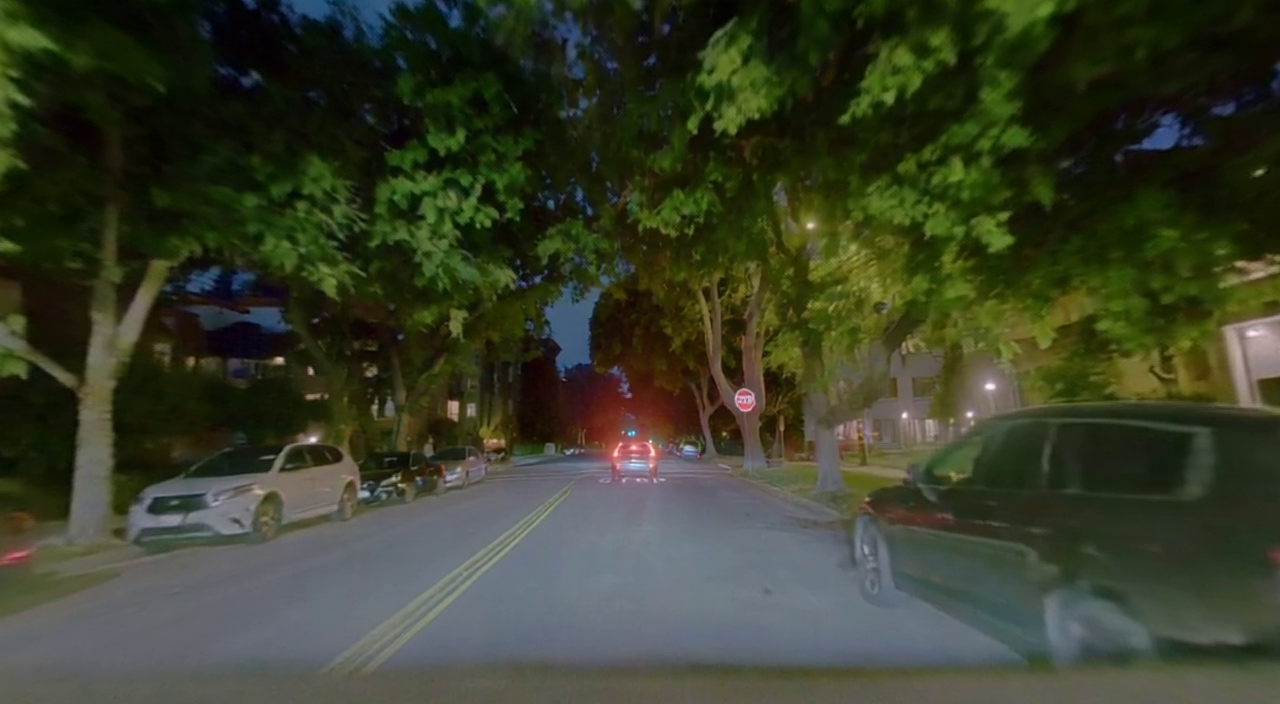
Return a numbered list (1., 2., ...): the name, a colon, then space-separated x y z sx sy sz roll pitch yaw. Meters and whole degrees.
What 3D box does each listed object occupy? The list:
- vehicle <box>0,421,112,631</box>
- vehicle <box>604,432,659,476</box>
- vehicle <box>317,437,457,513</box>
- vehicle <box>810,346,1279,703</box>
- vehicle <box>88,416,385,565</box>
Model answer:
1. vehicle: -5.983 1.218 3.860 1.955 1.659 4.324 1 -8 -5
2. vehicle: -0.360 4.338 27.084 2.172 1.722 4.201 0 -8 -1
3. vehicle: -6.203 3.039 16.031 1.975 1.515 4.179 -3 -9 -2
4. vehicle: 2.721 1.077 4.009 2.071 1.608 4.547 0 -7 1
5. vehicle: -6.000 2.067 10.193 1.899 1.615 4.624 -7 -8 -2
